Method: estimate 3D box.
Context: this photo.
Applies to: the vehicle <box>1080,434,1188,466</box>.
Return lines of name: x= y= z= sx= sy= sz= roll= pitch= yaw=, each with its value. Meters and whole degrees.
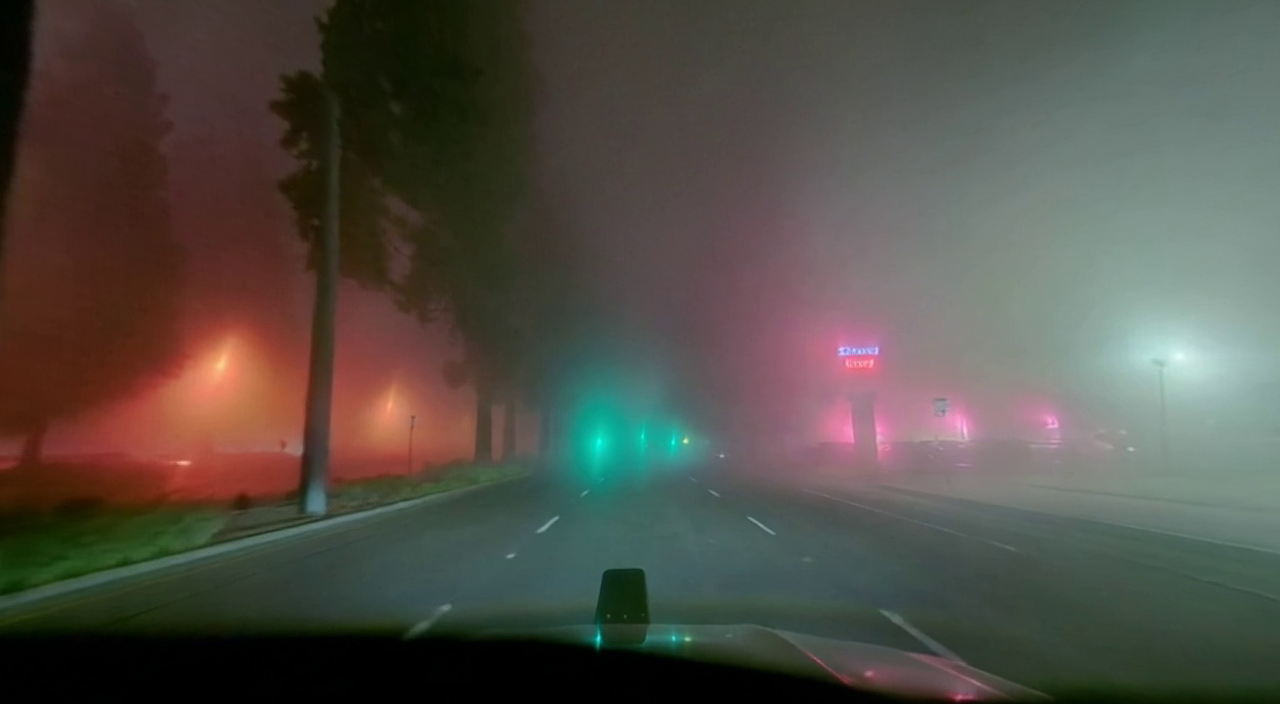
vehicle: x=29.342 y=5.827 z=37.571 sx=4.641 sy=1.816 sz=1.954 roll=0 pitch=-8 yaw=2

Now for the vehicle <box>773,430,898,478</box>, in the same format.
vehicle: x=9.200 y=4.804 z=29.828 sx=5.329 sy=2.114 sz=2.325 roll=-3 pitch=-9 yaw=18

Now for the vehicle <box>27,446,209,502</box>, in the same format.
vehicle: x=-19.175 y=4.444 z=23.600 sx=2.317 sy=1.830 sz=5.142 roll=0 pitch=-8 yaw=1

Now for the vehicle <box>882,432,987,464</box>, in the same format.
vehicle: x=16.803 y=5.522 z=36.170 sx=4.897 sy=1.739 sz=2.259 roll=-1 pitch=-8 yaw=2

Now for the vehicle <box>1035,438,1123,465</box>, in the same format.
vehicle: x=29.824 y=6.760 z=42.922 sx=4.342 sy=1.713 sz=2.036 roll=-1 pitch=-8 yaw=2

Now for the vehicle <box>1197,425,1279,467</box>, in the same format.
vehicle: x=29.512 y=4.416 z=29.693 sx=4.457 sy=1.898 sz=2.074 roll=0 pitch=-8 yaw=0
